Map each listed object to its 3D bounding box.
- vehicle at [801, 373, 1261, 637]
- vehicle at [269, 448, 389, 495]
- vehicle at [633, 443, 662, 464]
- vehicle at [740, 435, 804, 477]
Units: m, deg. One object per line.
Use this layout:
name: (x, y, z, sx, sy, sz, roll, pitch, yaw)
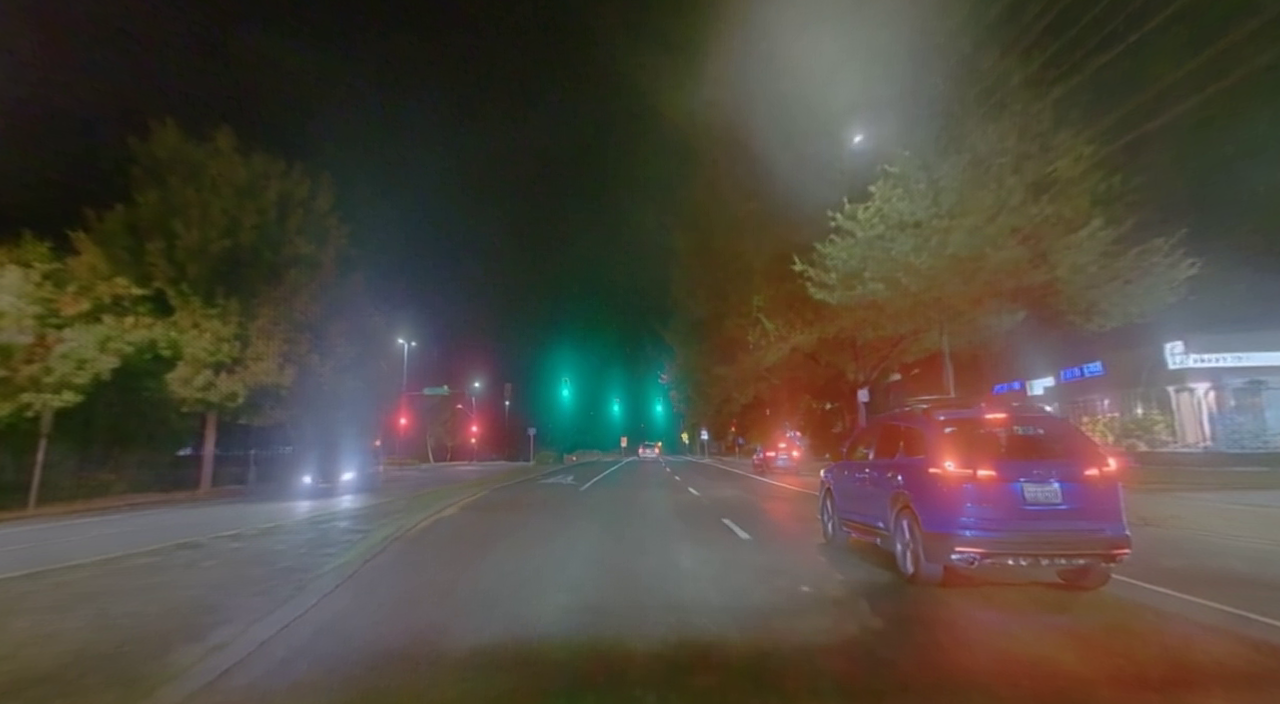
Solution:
vehicle: (3.345, 1.392, 6.719, 2.033, 1.865, 4.360, 0, -8, -1)
vehicle: (-11.264, 4.317, 23.267, 1.955, 1.507, 4.750, 0, -8, 1)
vehicle: (0.625, 7.789, 48.527, 2.131, 1.474, 4.146, 0, -8, 1)
vehicle: (6.204, 4.951, 30.282, 2.085, 1.828, 5.383, 0, -8, 2)
